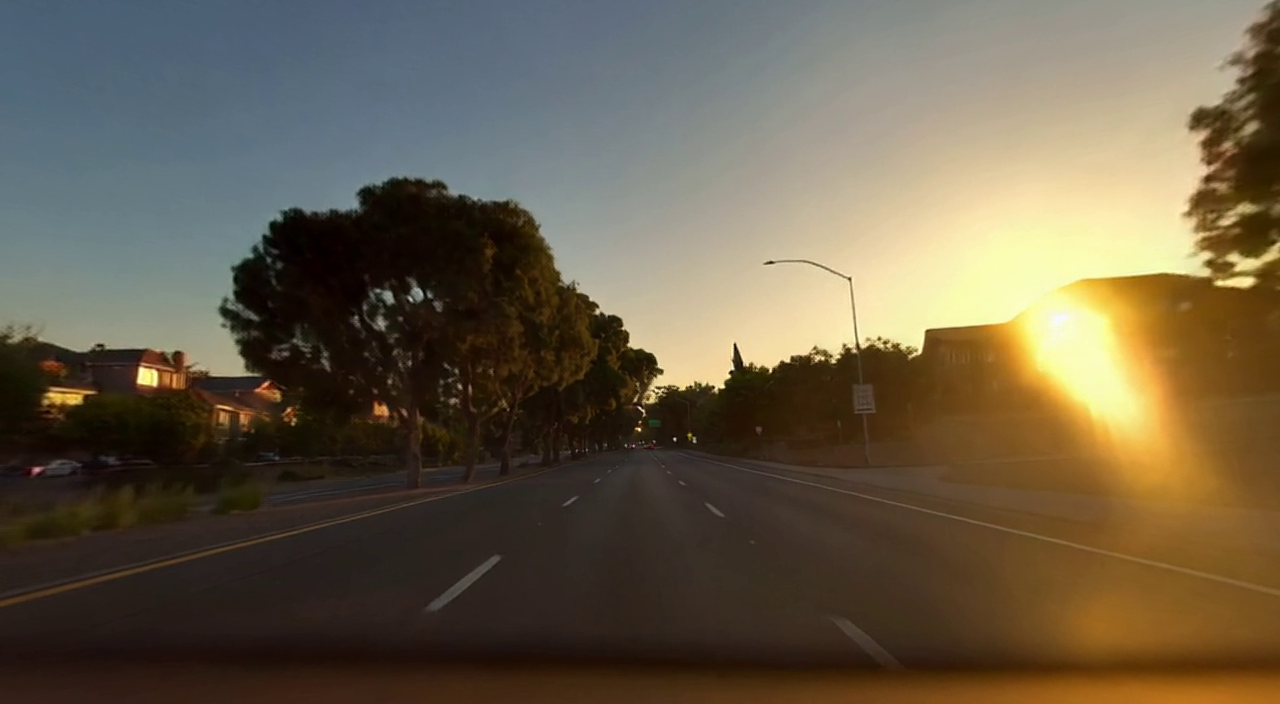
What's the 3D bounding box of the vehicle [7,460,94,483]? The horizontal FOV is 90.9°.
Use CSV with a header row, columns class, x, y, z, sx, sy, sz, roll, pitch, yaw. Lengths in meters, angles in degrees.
class,x,y,z,sx,sy,sz,roll,pitch,yaw
vehicle,-40.868,8.271,43.825,1.802,1.467,4.412,0,-9,0
